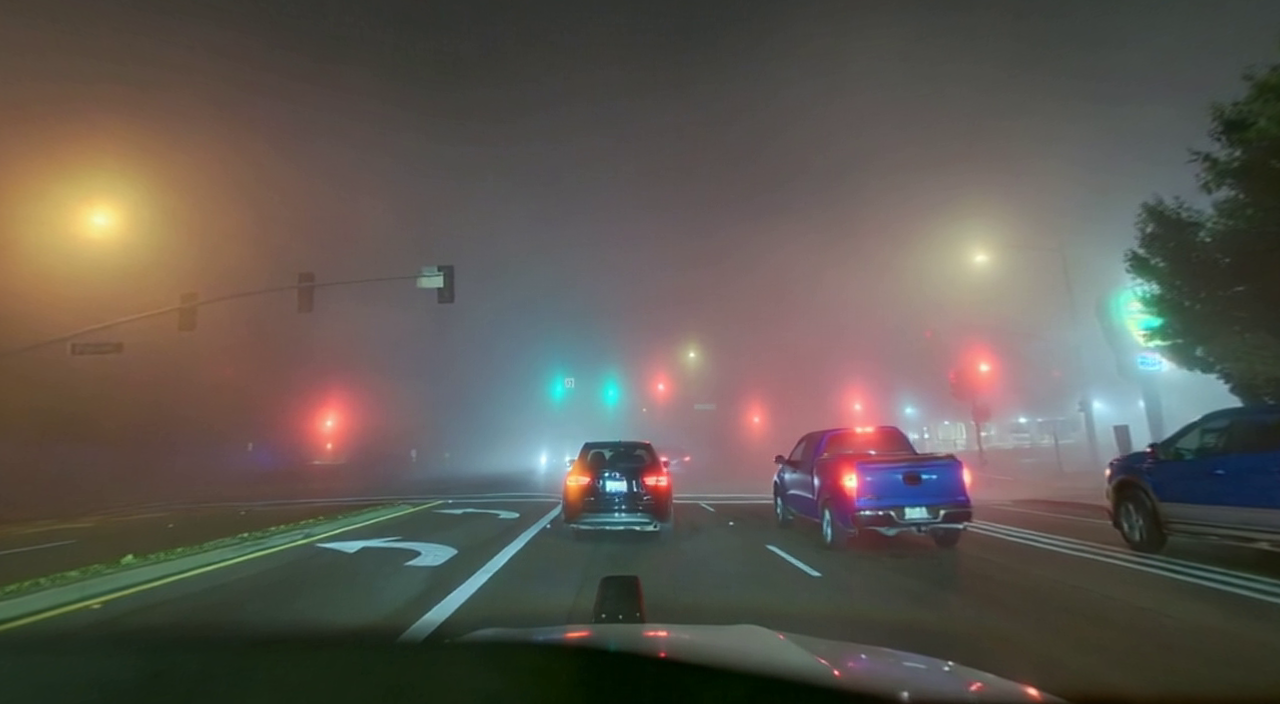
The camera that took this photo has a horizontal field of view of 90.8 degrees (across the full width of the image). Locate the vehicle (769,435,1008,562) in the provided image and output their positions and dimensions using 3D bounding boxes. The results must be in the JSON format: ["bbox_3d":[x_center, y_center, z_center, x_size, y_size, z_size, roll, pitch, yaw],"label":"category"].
[{"bbox_3d":[3.583,2.176,10.242,1.955,1.550,4.587,0,-9,-1],"label":"vehicle"}]

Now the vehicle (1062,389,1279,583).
[{"bbox_3d":[7.541,1.385,6.605,2.240,1.923,5.678,0,-8,-1],"label":"vehicle"}]

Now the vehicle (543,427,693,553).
[{"bbox_3d":[-0.313,2.154,10.494,2.037,1.674,3.693,0,-8,0],"label":"vehicle"}]
